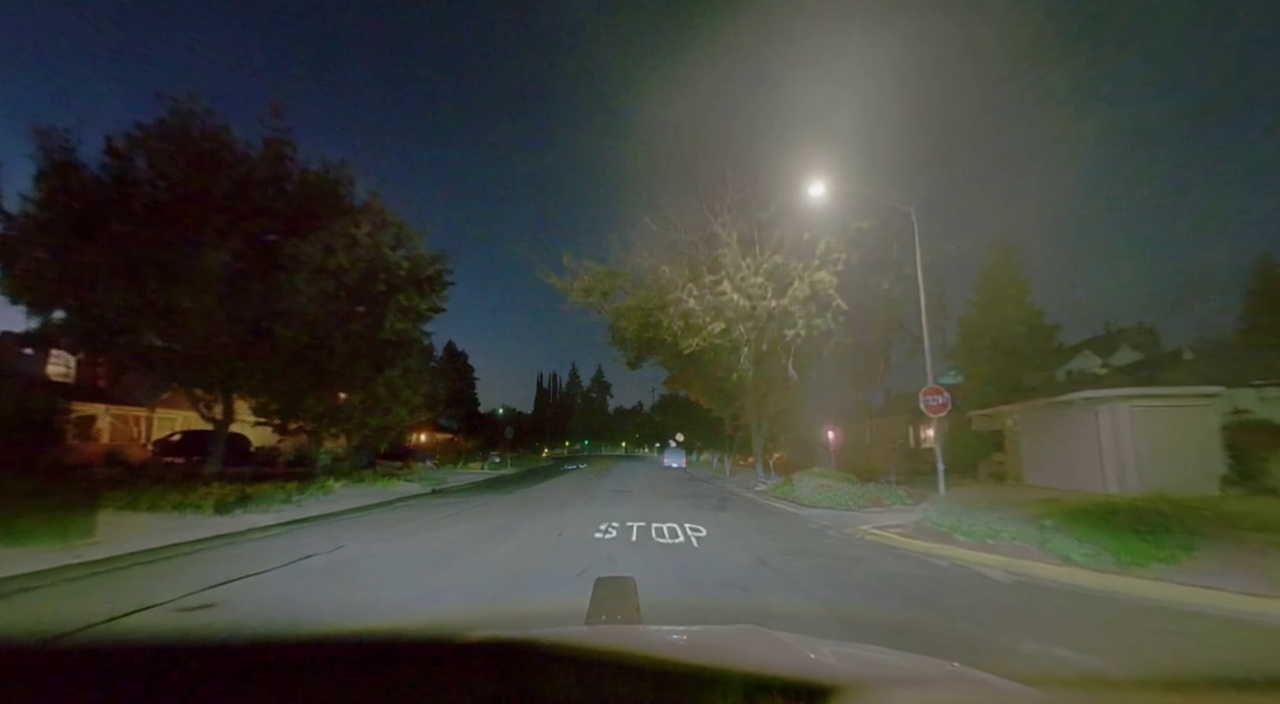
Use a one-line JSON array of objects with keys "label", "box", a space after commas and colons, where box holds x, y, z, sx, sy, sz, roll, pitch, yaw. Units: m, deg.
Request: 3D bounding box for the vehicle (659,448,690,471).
[{"label": "vehicle", "box": [2.465, 7.796, 45.978, 1.975, 1.528, 4.000, 0, -9, 0]}]

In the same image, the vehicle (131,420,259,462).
[{"label": "vehicle", "box": [-19.227, 3.879, 27.453, 4.093, 1.661, 1.765, 0, -9, -6]}]

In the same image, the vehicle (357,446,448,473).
[{"label": "vehicle", "box": [-13.966, 6.363, 37.356, 4.572, 1.522, 1.999, 1, -9, -5]}]
